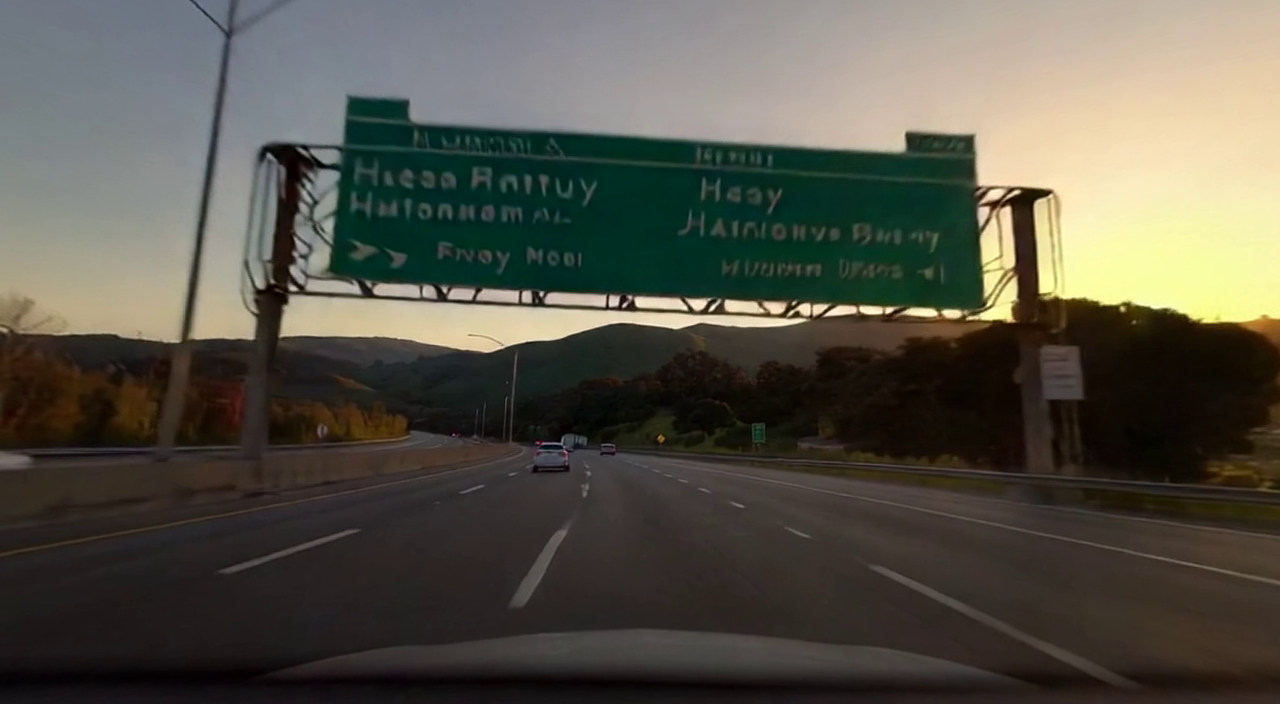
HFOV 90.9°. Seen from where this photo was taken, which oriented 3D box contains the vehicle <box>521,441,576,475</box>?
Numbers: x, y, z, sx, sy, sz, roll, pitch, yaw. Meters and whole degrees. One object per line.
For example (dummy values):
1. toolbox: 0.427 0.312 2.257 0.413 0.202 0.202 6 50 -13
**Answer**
1. vehicle: -4.244 4.980 29.978 2.193 1.497 4.337 0 -8 -3
